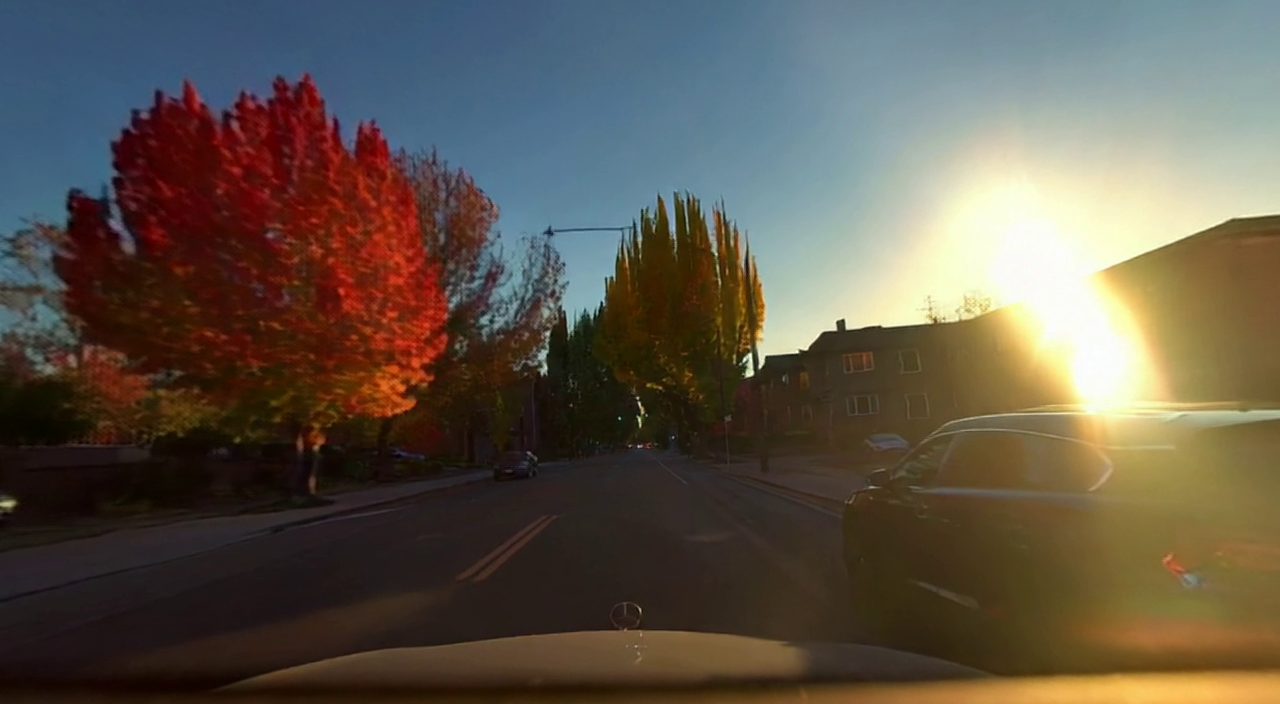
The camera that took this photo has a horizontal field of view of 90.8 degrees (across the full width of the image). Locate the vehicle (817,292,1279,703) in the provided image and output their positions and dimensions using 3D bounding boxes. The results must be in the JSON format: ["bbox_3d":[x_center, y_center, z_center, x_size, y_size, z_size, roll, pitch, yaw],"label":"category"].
[{"bbox_3d":[2.980,1.046,4.024,2.224,1.791,4.834,0,-9,-1],"label":"vehicle"}]

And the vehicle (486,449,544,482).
[{"bbox_3d":[-6.305,5.756,32.374,2.031,1.521,4.538,-1,-9,1],"label":"vehicle"}]
